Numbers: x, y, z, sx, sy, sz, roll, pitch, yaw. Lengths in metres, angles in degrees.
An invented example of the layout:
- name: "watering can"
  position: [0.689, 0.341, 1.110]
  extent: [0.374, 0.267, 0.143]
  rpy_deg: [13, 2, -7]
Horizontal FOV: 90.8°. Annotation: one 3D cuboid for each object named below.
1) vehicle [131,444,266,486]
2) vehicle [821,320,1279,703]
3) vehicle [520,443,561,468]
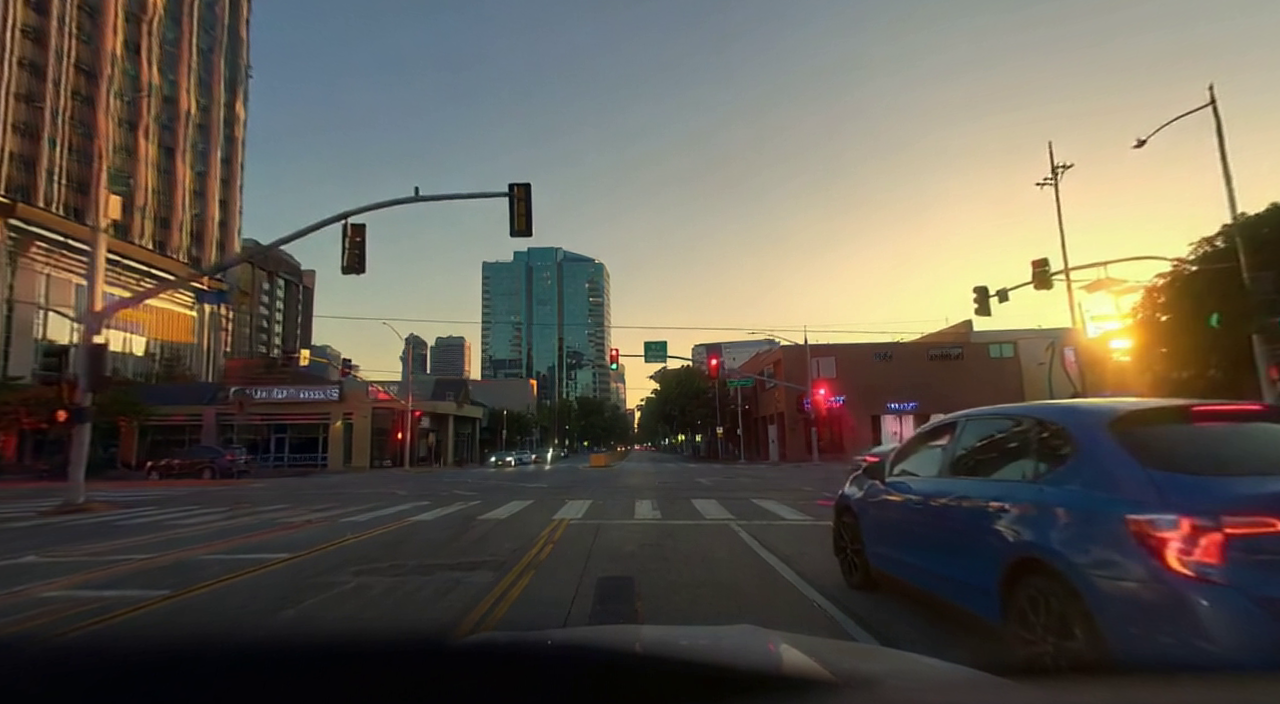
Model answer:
- name: "vehicle"
  position: [-21.523, 5.474, 30.893]
  extent: [5.161, 1.910, 2.275]
  rpy_deg: [-2, -9, 10]
- name: "vehicle"
  position: [2.927, 1.054, 4.193]
  extent: [2.049, 1.691, 4.447]
  rpy_deg: [0, -8, -1]
- name: "vehicle"
  position: [-7.337, 7.692, 47.059]
  extent: [2.181, 1.703, 4.512]
  rpy_deg: [-1, -8, 1]
